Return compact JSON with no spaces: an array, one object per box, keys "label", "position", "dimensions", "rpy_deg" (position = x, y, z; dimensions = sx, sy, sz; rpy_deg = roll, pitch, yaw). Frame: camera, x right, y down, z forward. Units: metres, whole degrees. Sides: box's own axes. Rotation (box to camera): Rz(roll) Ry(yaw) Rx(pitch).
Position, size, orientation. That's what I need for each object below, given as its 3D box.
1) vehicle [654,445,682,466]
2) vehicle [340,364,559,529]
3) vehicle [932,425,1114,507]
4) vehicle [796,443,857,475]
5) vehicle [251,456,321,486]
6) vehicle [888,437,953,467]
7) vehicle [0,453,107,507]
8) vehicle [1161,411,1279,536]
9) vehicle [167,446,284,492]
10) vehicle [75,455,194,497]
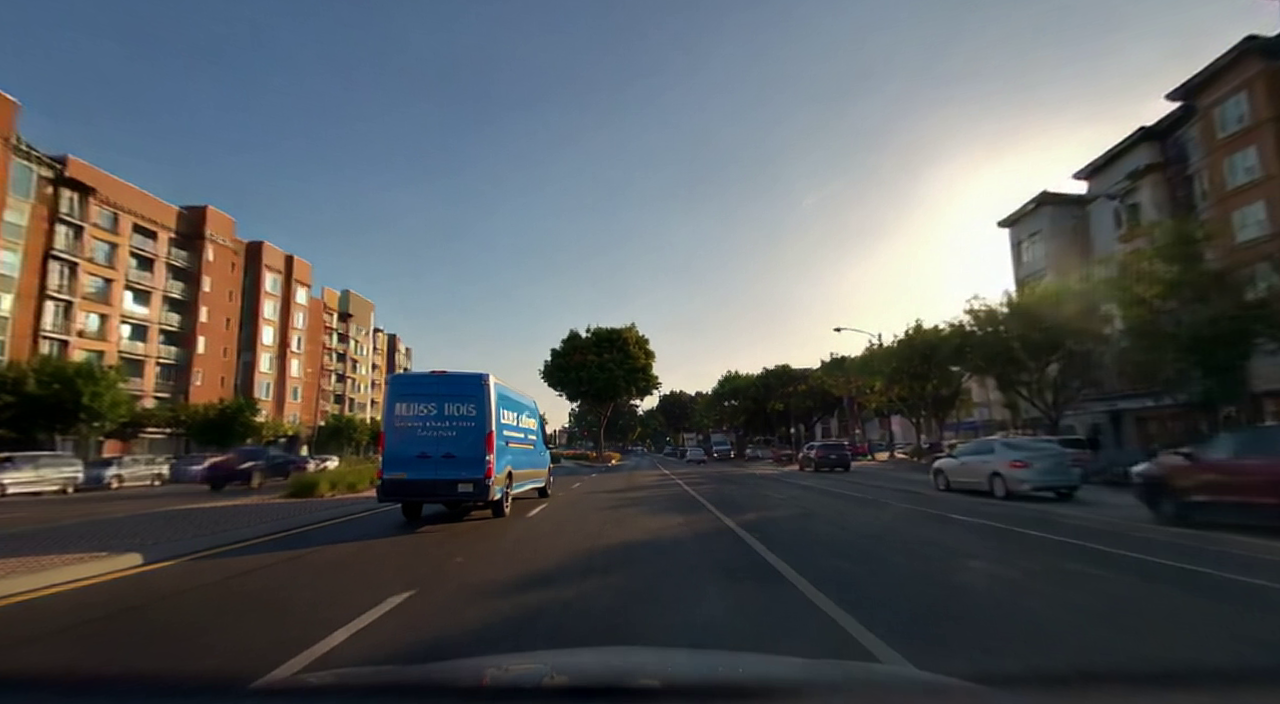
[{"label":"vehicle","position":[2.114,7.875,48.321],"dimensions":[1.878,1.534,4.120],"rpy_deg":[0,-8,-1]},{"label":"vehicle","position":[-3.944,2.245,15.307],"dimensions":[2.763,2.974,7.562],"rpy_deg":[-1,-8,1]},{"label":"vehicle","position":[9.159,2.735,15.619],"dimensions":[1.766,1.725,4.221],"rpy_deg":[0,-8,-1]},{"label":"vehicle","position":[9.196,5.268,31.391],"dimensions":[1.850,1.477,3.520],"rpy_deg":[0,-9,-2]},{"label":"vehicle","position":[-23.017,7.695,41.240],"dimensions":[1.869,1.724,4.505],"rpy_deg":[-1,-8,1]},{"label":"vehicle","position":[16.406,5.839,36.821],"dimensions":[4.218,1.622,1.930],"rpy_deg":[9,-12,-43]},{"label":"vehicle","position":[-22.856,4.691,23.510],"dimensions":[1.916,1.782,4.572],"rpy_deg":[0,-8,1]},{"label":"vehicle","position":[9.728,1.582,8.185],"dimensions":[2.044,1.673,4.398],"rpy_deg":[0,-9,-3]},{"label":"vehicle","position":[-17.171,4.815,26.466],"dimensions":[1.924,1.698,4.505],"rpy_deg":[0,-8,-2]},{"label":"vehicle","position":[-22.883,5.585,28.858],"dimensions":[1.873,1.657,4.381],"rpy_deg":[0,-8,-2]}]
